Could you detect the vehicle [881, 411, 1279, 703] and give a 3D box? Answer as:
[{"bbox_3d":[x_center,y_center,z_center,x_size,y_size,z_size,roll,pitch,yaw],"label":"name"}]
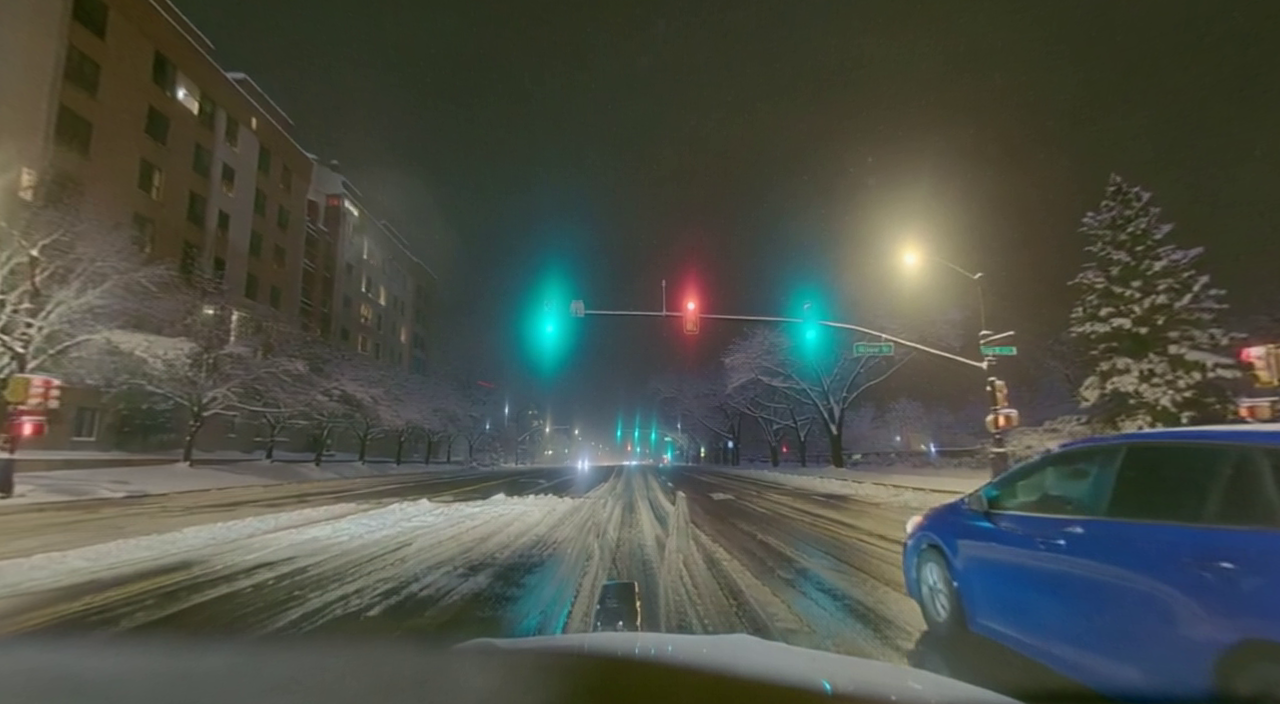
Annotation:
[{"bbox_3d":[3.076,1.070,3.007,2.015,1.455,4.615,0,-9,0],"label":"vehicle"}]
